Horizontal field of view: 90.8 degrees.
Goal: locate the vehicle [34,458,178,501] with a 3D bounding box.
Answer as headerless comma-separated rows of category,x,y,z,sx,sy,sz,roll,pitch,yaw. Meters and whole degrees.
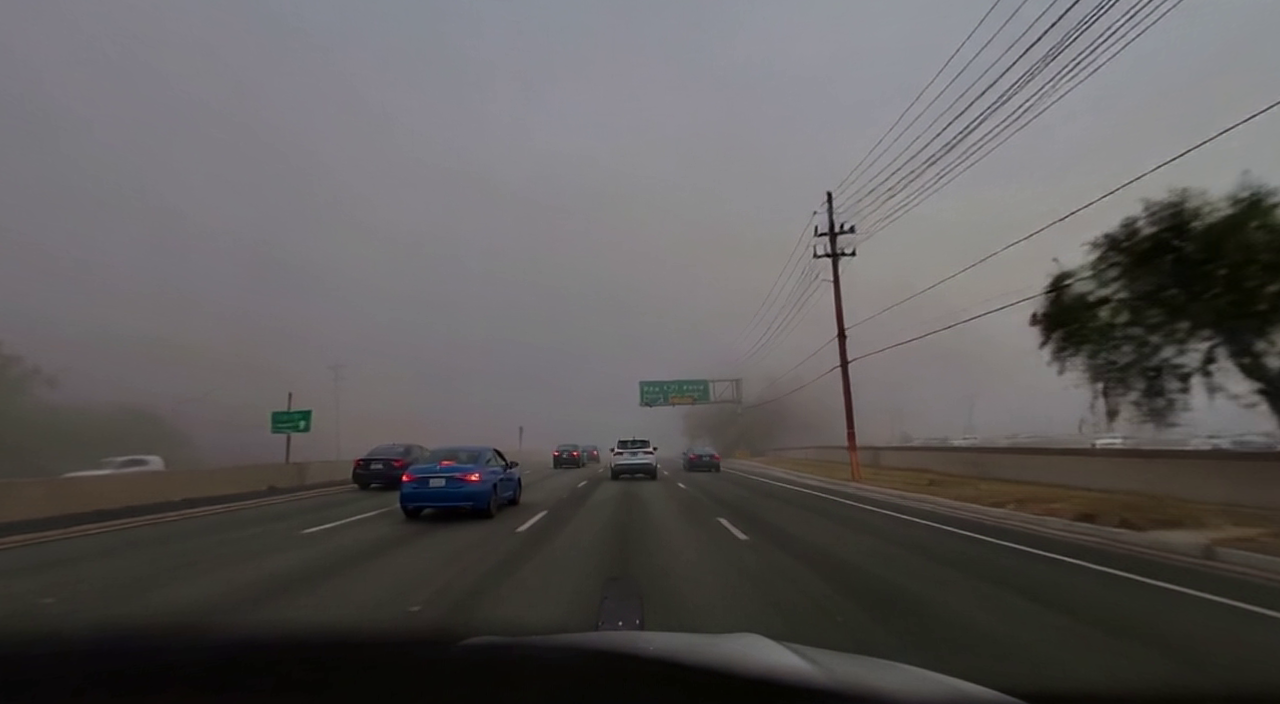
vehicle,-22.122,5.251,26.476,2.048,1.530,4.605,0,-8,-1

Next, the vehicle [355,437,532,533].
vehicle,-3.386,2.357,11.908,1.958,1.447,4.454,0,-8,-1

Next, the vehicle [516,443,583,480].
vehicle,-3.794,4.661,27.290,2.203,1.425,4.610,0,-8,0

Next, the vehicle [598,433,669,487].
vehicle,-0.217,3.746,22.258,2.284,1.699,4.168,0,-8,0

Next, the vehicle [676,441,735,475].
vehicle,3.004,4.961,29.932,2.197,1.464,4.356,0,-8,-2
